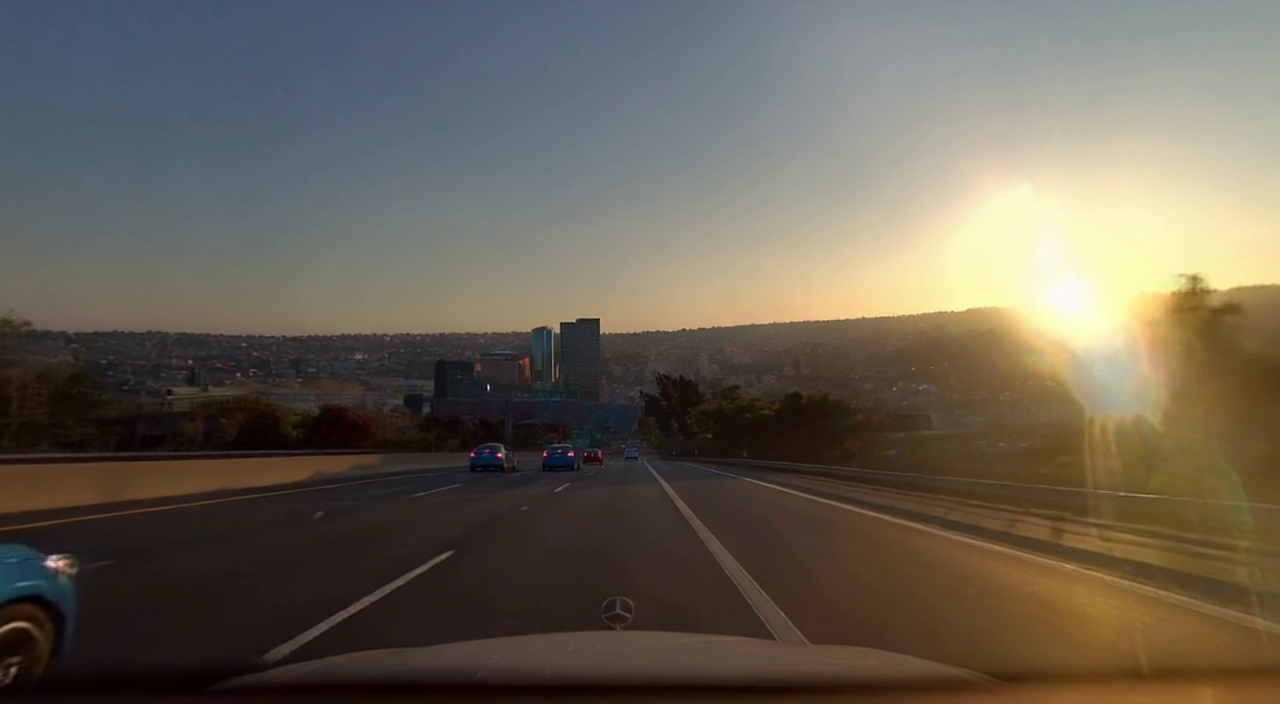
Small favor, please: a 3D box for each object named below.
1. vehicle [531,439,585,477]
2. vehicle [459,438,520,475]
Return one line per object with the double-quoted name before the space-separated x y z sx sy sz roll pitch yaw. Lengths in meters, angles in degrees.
"vehicle" -3.978 5.218 31.279 2.075 1.702 4.257 0 -9 1
"vehicle" -7.890 5.535 33.635 2.040 1.824 4.917 0 -9 0
